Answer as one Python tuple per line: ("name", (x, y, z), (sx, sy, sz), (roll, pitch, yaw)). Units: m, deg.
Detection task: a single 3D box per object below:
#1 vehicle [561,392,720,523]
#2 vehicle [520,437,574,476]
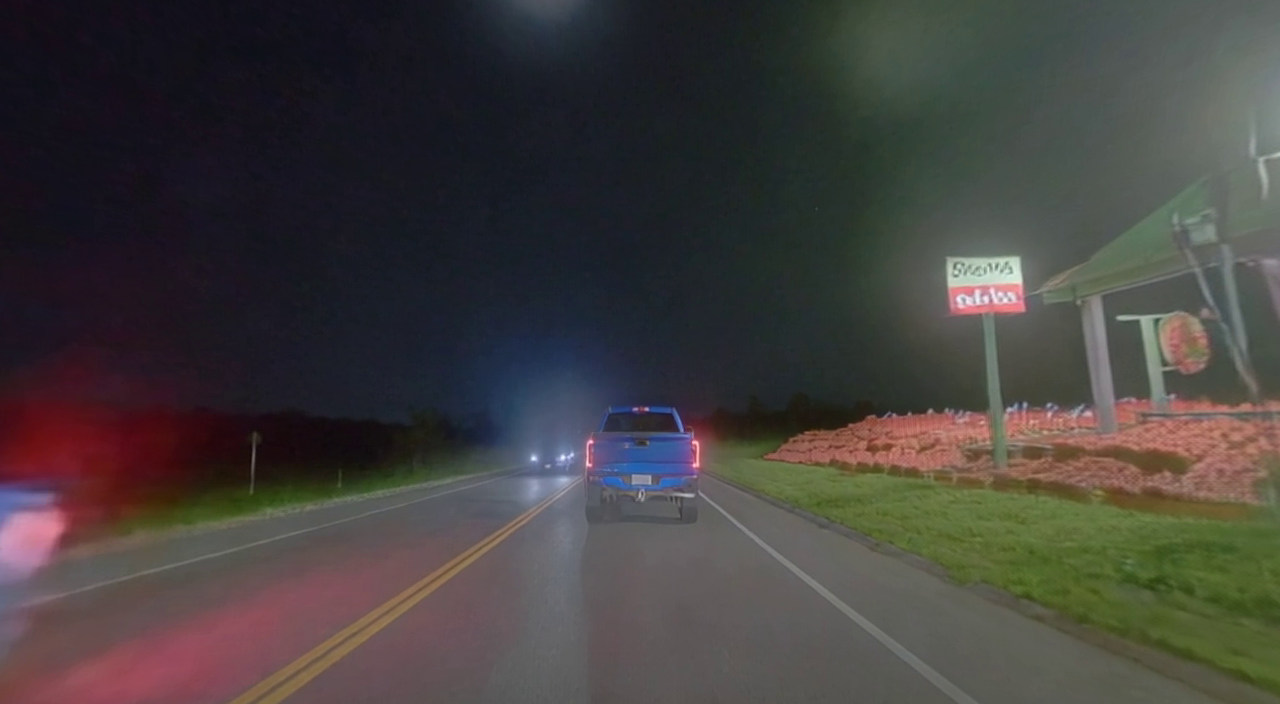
("vehicle", (-0.071, 2.226, 13.794), (2.693, 2.223, 5.885), (0, -8, -2))
("vehicle", (-4.604, 5.245, 31.918), (2.081, 1.681, 4.325), (-3, -8, -1))
